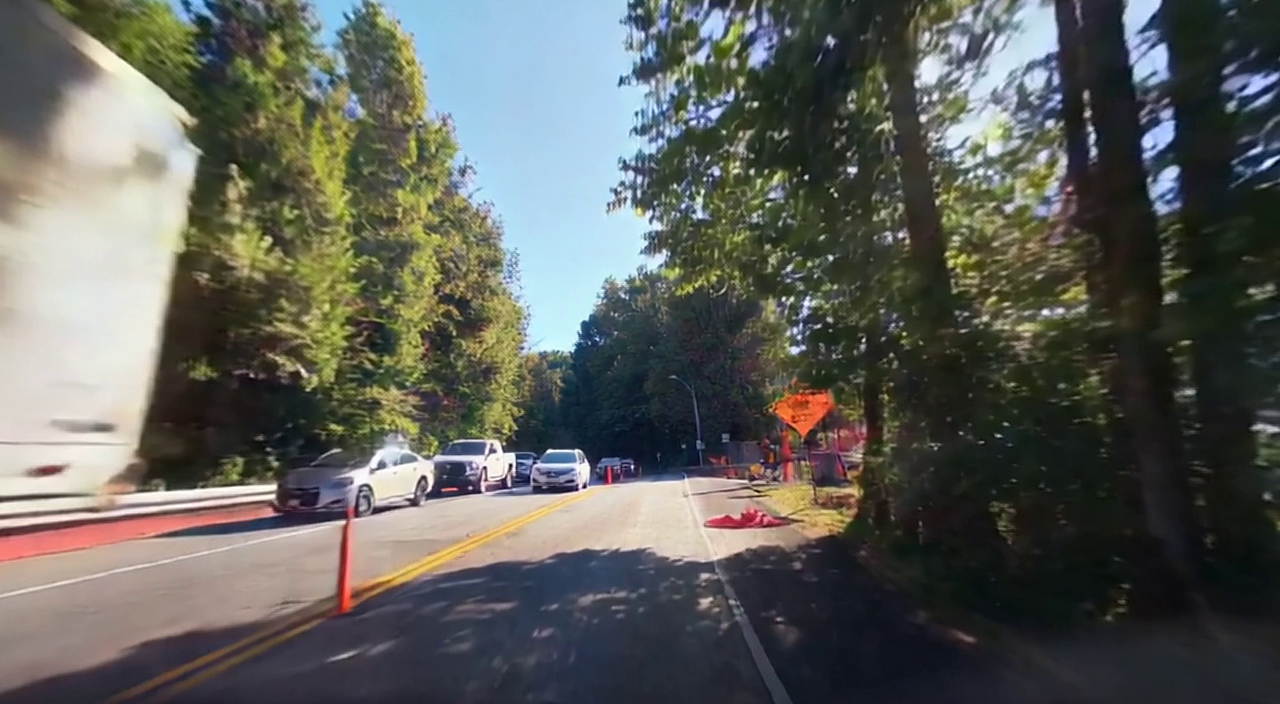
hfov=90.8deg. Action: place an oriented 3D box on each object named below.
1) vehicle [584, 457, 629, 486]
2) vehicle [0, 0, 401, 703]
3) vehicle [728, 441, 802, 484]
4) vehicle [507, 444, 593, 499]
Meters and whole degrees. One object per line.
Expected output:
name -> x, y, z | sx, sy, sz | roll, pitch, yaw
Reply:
vehicle -> -1.865, 6.871, 36.536 | 1.981, 1.410, 4.162 | -3, -9, 4
vehicle -> -3.973, 0.081, 2.080 | 3.238, 2.920, 8.366 | -2, -9, -1
vehicle -> 6.647, 5.964, 34.468 | 2.845, 2.053, 6.457 | 0, -9, 1
vehicle -> -3.212, 4.391, 23.652 | 2.177, 1.803, 4.690 | 0, -9, 4
